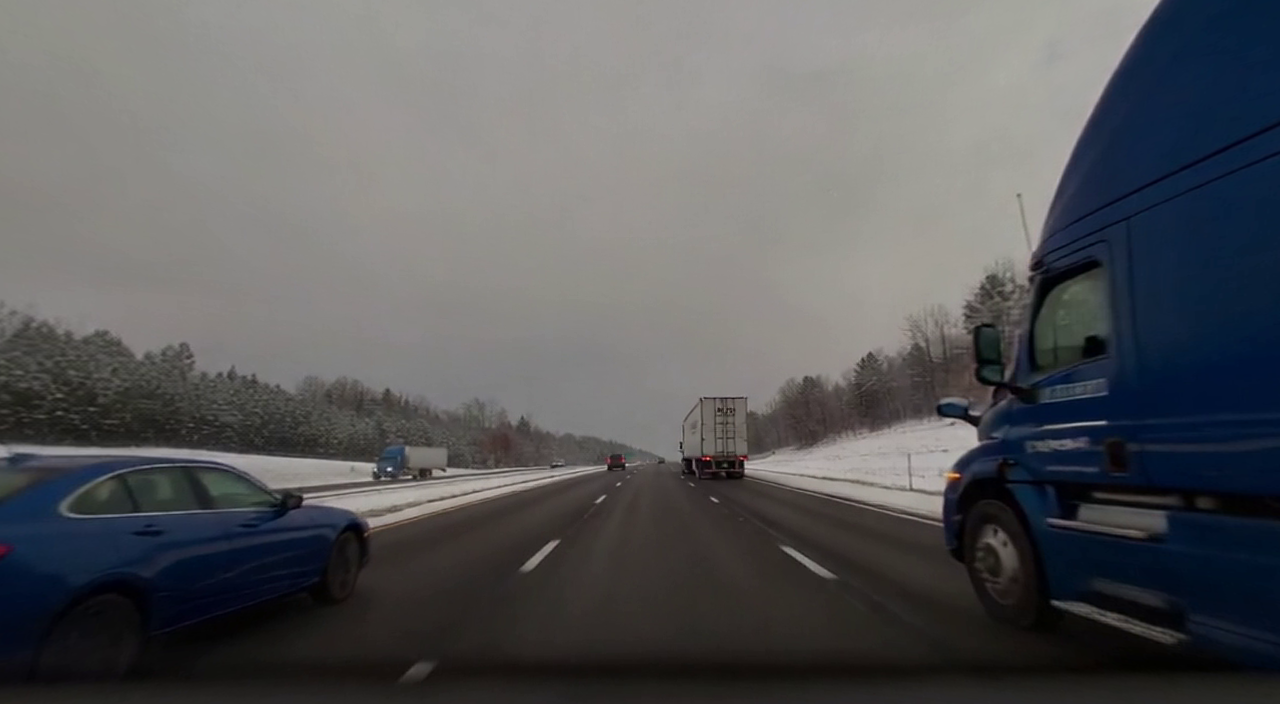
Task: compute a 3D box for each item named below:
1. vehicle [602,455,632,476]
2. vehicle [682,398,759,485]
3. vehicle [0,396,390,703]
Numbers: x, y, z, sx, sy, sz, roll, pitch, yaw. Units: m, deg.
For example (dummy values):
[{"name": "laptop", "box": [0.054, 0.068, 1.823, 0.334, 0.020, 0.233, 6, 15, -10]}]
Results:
[{"name": "vehicle", "box": [-1.665, 8.373, 46.830, 1.935, 1.470, 4.063, 0, -9, 1]}, {"name": "vehicle", "box": [4.212, 5.315, 36.410, 2.832, 4.034, 13.924, 0, -9, 1]}, {"name": "vehicle", "box": [-3.429, 1.177, 3.872, 1.945, 1.537, 4.294, 0, -9, 1]}]
